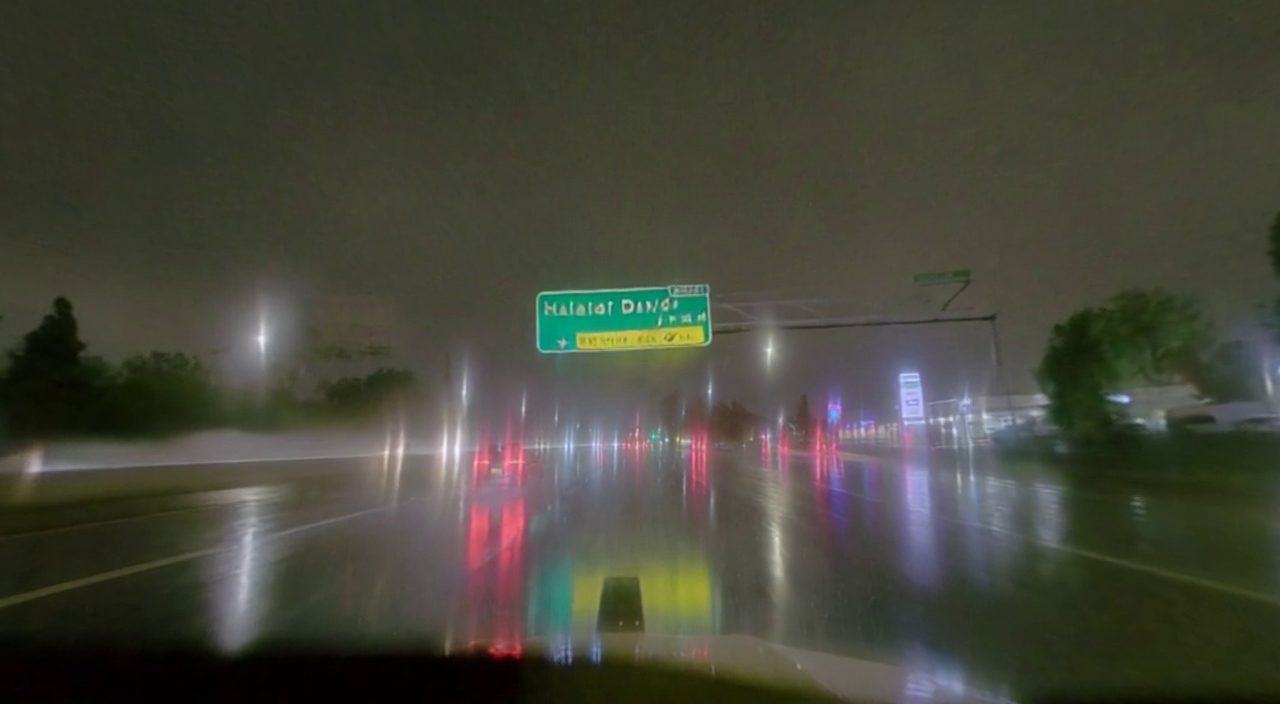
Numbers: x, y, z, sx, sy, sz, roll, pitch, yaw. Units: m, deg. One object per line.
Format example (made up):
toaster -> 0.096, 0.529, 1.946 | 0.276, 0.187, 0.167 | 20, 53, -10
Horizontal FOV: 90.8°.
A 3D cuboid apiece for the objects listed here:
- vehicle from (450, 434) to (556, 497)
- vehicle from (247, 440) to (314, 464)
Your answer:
vehicle -> -3.649, 3.097, 17.642 | 1.939, 1.508, 4.272 | 0, -8, 1
vehicle -> -22.731, 6.320, 40.140 | 1.762, 1.400, 4.240 | 0, -8, 0
